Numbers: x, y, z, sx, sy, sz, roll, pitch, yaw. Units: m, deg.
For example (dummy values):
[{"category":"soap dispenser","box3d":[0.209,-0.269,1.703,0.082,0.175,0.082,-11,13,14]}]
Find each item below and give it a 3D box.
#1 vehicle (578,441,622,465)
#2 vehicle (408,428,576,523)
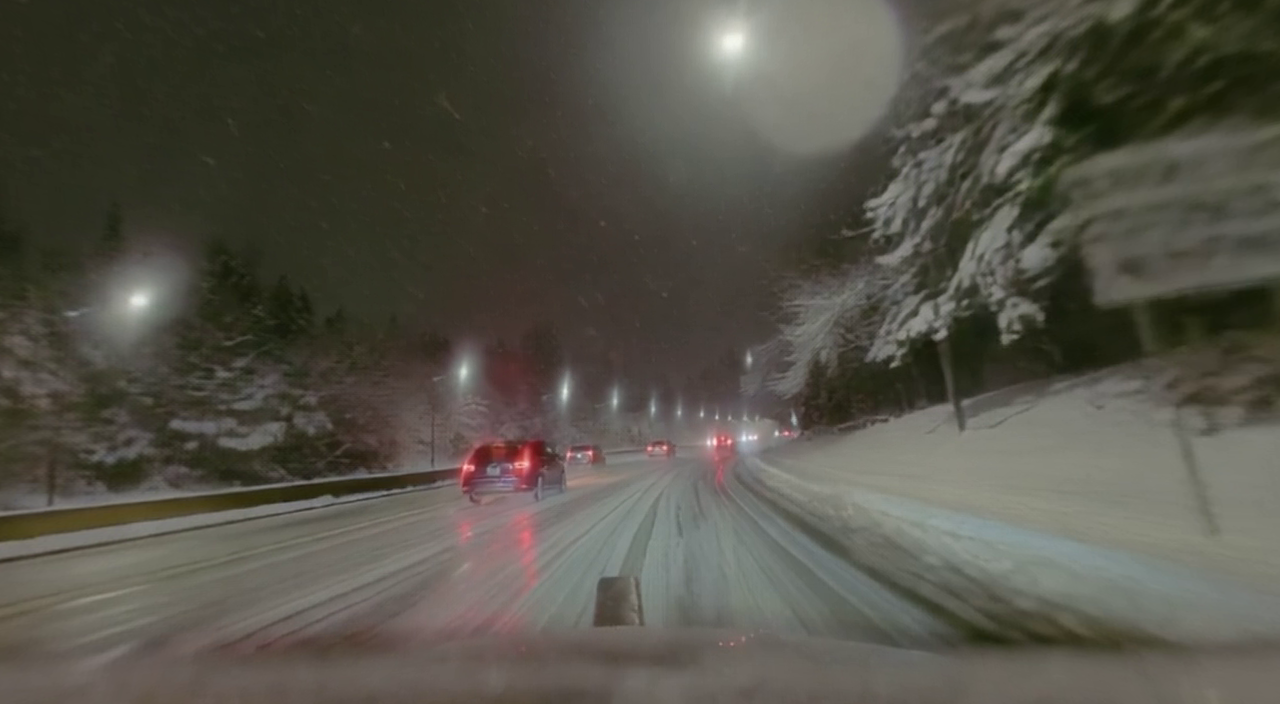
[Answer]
[{"category":"vehicle","box3d":[-2.531,6.566,41.103,1.860,1.442,4.332,-2,-9,11]},{"category":"vehicle","box3d":[-2.870,2.540,13.535,2.082,1.638,4.644,-2,-8,6]}]
